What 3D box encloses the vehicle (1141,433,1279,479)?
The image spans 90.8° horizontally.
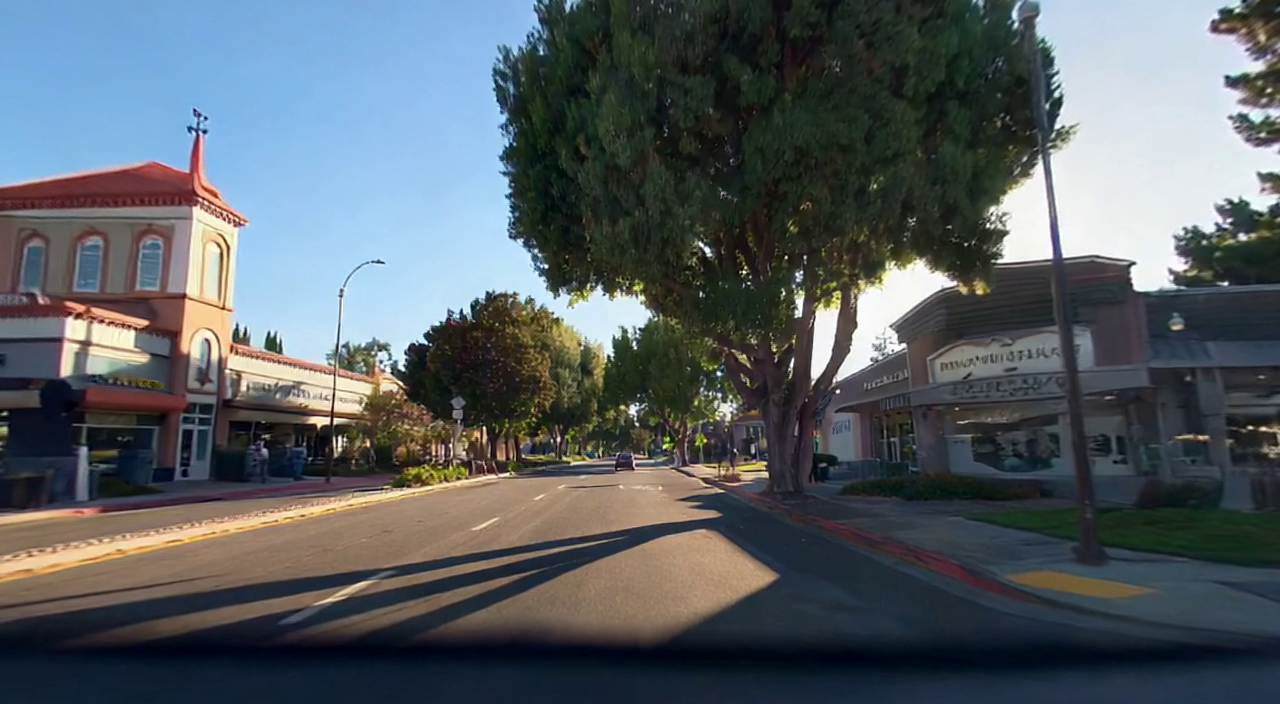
[{"bbox_3d":[20.922,3.695,22.653,2.095,1.466,4.764,0,-9,2],"label":"vehicle"}]
